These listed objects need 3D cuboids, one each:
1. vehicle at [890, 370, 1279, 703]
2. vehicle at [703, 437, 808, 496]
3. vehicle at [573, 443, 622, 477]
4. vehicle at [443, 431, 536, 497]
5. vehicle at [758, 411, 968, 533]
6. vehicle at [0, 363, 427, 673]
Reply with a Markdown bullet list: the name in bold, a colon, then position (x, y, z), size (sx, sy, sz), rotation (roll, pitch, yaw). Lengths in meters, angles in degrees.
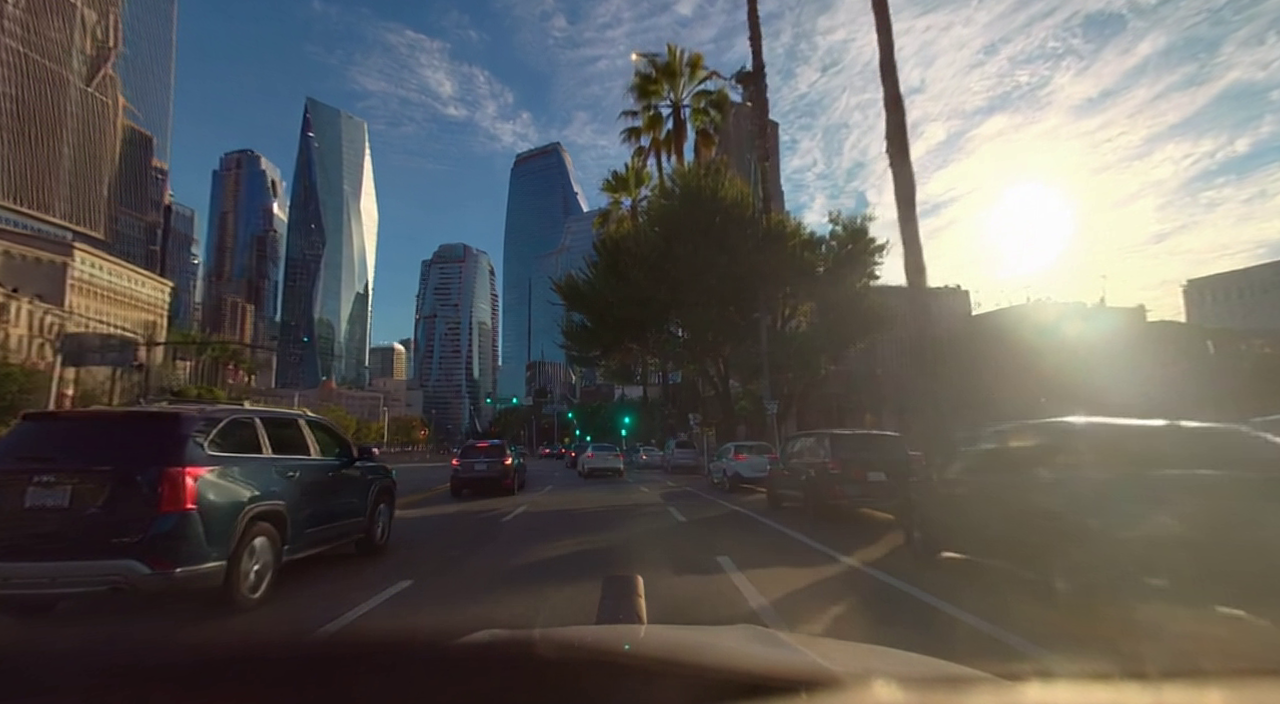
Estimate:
- **vehicle**: position (4.098, 1.270, 5.406), size (1.895, 1.663, 4.732), rotation (0, -9, -1)
- **vehicle**: position (3.300, 3.398, 19.089), size (1.808, 1.526, 4.894), rotation (1, -9, -6)
- **vehicle**: position (-2.049, 4.975, 29.345), size (2.036, 1.461, 3.890), rotation (1, -9, -7)
- **vehicle**: position (-4.417, 3.349, 19.164), size (2.014, 1.740, 4.392), rotation (1, -9, -4)
- **vehicle**: position (3.823, 2.160, 11.884), size (1.963, 1.802, 4.648), rotation (1, -9, -4)
- **vehicle**: position (-3.616, 1.269, 5.836), size (1.800, 1.797, 4.224), rotation (0, -9, 0)
